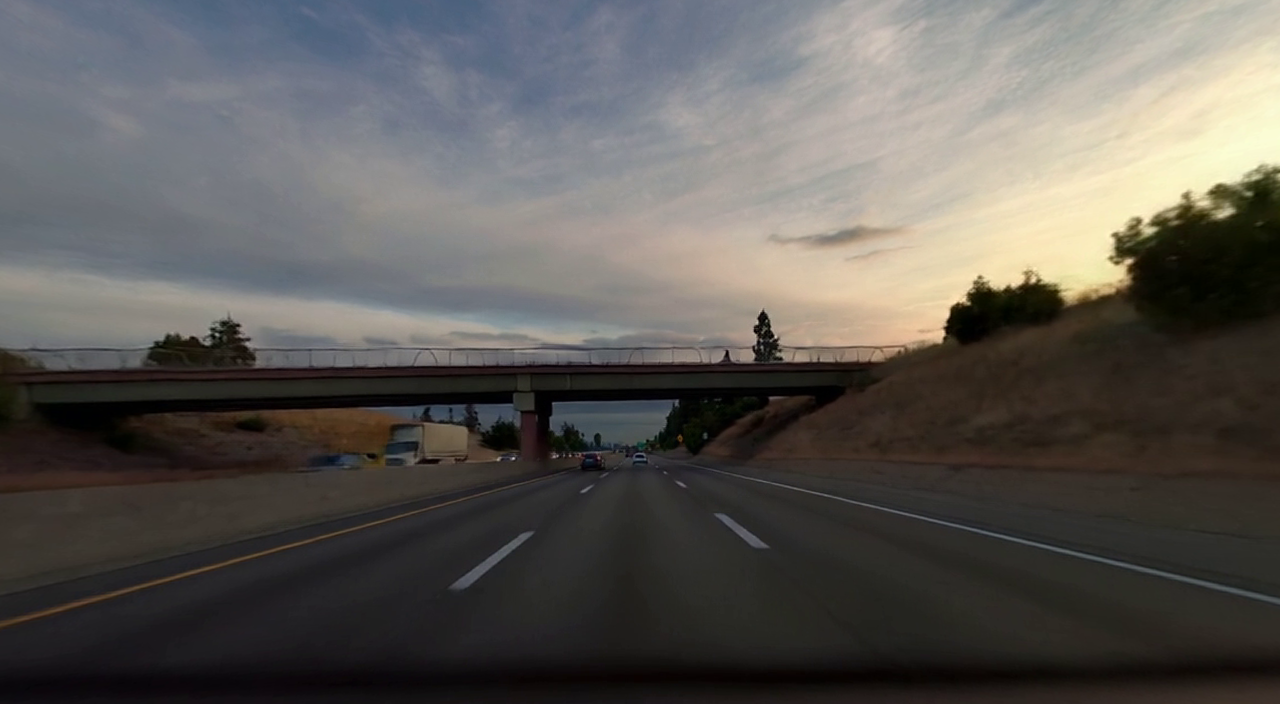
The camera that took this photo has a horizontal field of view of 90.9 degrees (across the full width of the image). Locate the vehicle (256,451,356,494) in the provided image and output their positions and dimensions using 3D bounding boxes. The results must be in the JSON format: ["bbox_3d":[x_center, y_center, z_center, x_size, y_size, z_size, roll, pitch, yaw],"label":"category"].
[{"bbox_3d":[-12.131,4.371,23.148,1.759,1.410,3.550,0,-9,-1],"label":"vehicle"}]

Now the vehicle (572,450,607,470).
[{"bbox_3d":[-3.862,8.342,48.917,2.293,1.462,4.452,0,-9,0],"label":"vehicle"}]
